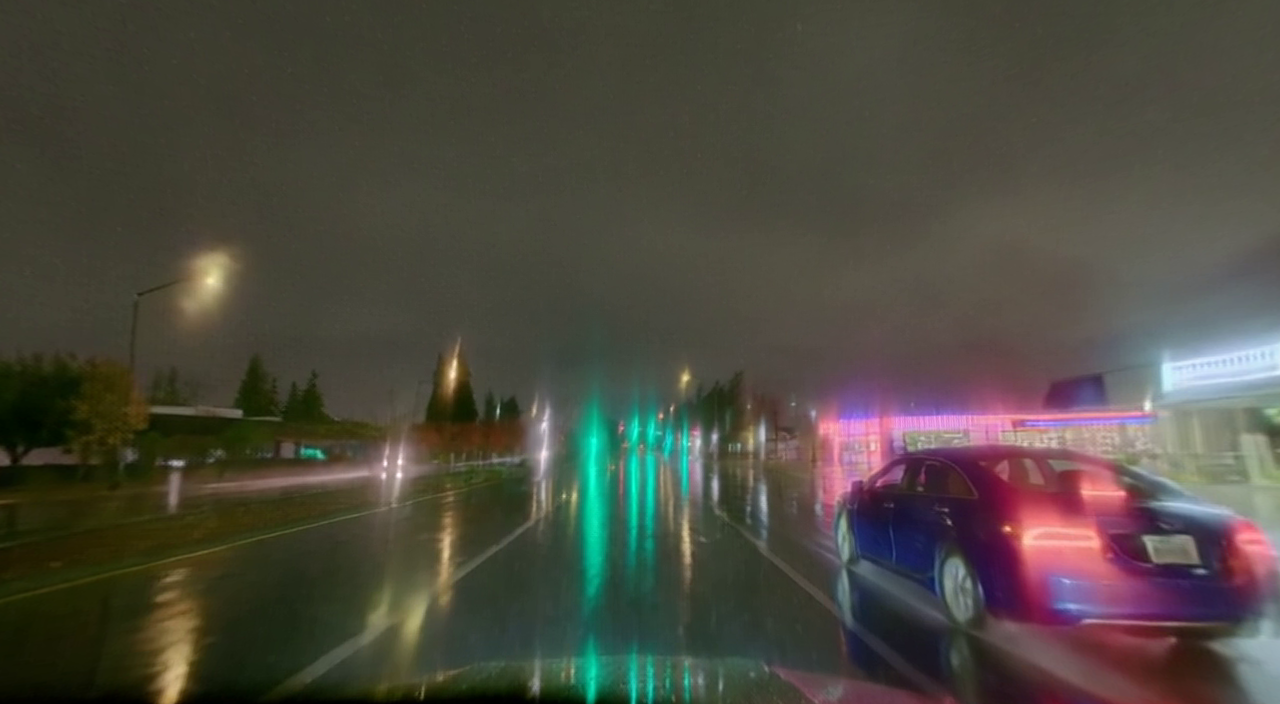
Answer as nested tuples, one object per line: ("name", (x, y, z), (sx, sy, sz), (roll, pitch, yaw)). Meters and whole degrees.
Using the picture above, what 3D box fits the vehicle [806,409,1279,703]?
("vehicle", (3.075, 1.360, 5.417), (2.004, 1.470, 4.544), (0, -8, -1))

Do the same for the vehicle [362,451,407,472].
("vehicle", (-19.385, 8.292, 48.042), (1.761, 1.488, 3.822), (-1, -8, 0))

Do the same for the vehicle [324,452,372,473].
("vehicle", (-22.617, 8.582, 49.077), (1.745, 1.476, 4.123), (-1, -8, -1))
